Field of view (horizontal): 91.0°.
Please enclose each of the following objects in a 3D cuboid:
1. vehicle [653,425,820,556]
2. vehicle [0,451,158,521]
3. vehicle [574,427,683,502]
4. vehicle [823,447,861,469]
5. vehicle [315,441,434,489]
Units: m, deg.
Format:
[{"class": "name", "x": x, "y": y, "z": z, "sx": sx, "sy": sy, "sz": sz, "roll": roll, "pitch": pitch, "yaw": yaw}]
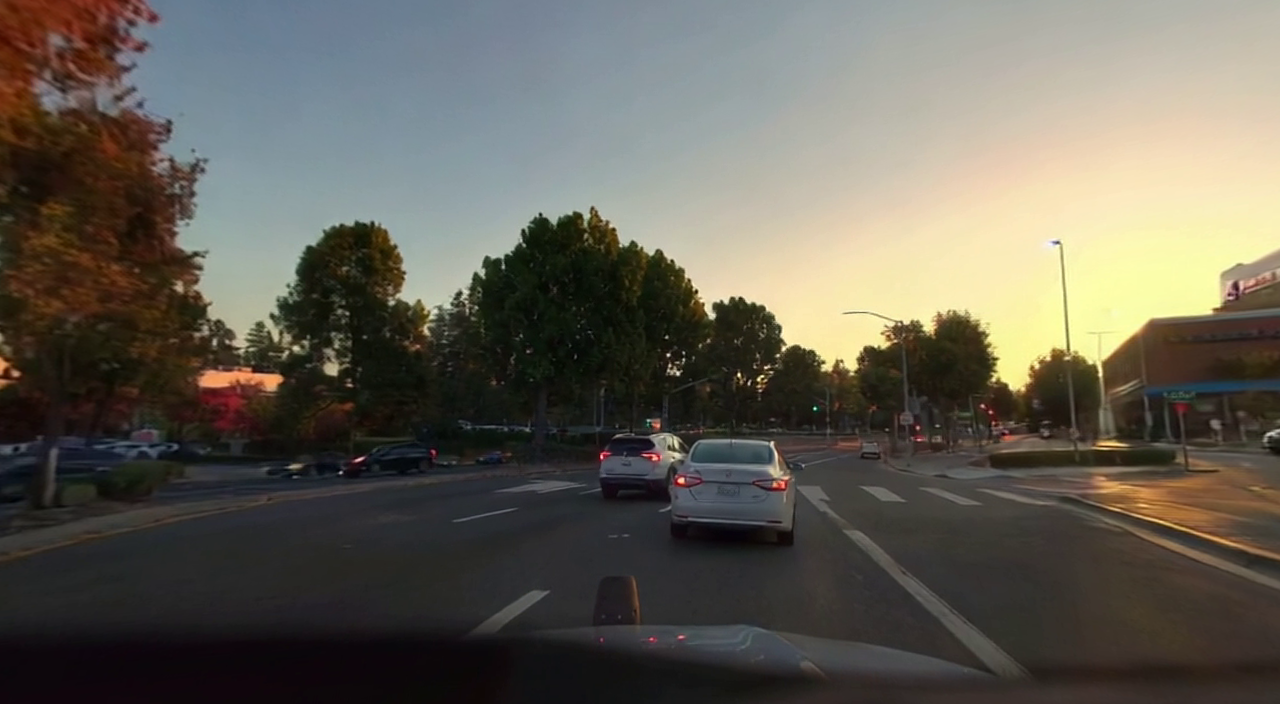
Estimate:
[{"class": "vehicle", "x": 1.585, "y": 2.017, "z": 9.897, "sx": 2.060, "sy": 1.580, "sz": 3.980, "roll": -2, "pitch": -9, "yaw": 12}, {"class": "vehicle", "x": -15.288, "y": 3.299, "z": 15.852, "sx": 1.894, "sy": 1.528, "sz": 4.849, "roll": -2, "pitch": -9, "yaw": 11}, {"class": "vehicle", "x": -0.152, "y": 3.081, "z": 17.686, "sx": 2.102, "sy": 1.774, "sz": 4.662, "roll": -2, "pitch": -9, "yaw": 11}, {"class": "vehicle", "x": 14.659, "y": 7.703, "z": 45.896, "sx": 1.916, "sy": 1.462, "sz": 4.487, "roll": -1, "pitch": -9, "yaw": 9}, {"class": "vehicle", "x": -10.196, "y": 4.357, "z": 24.658, "sx": 2.088, "sy": 1.693, "sz": 4.491, "roll": -2, "pitch": -9, "yaw": 10}]
